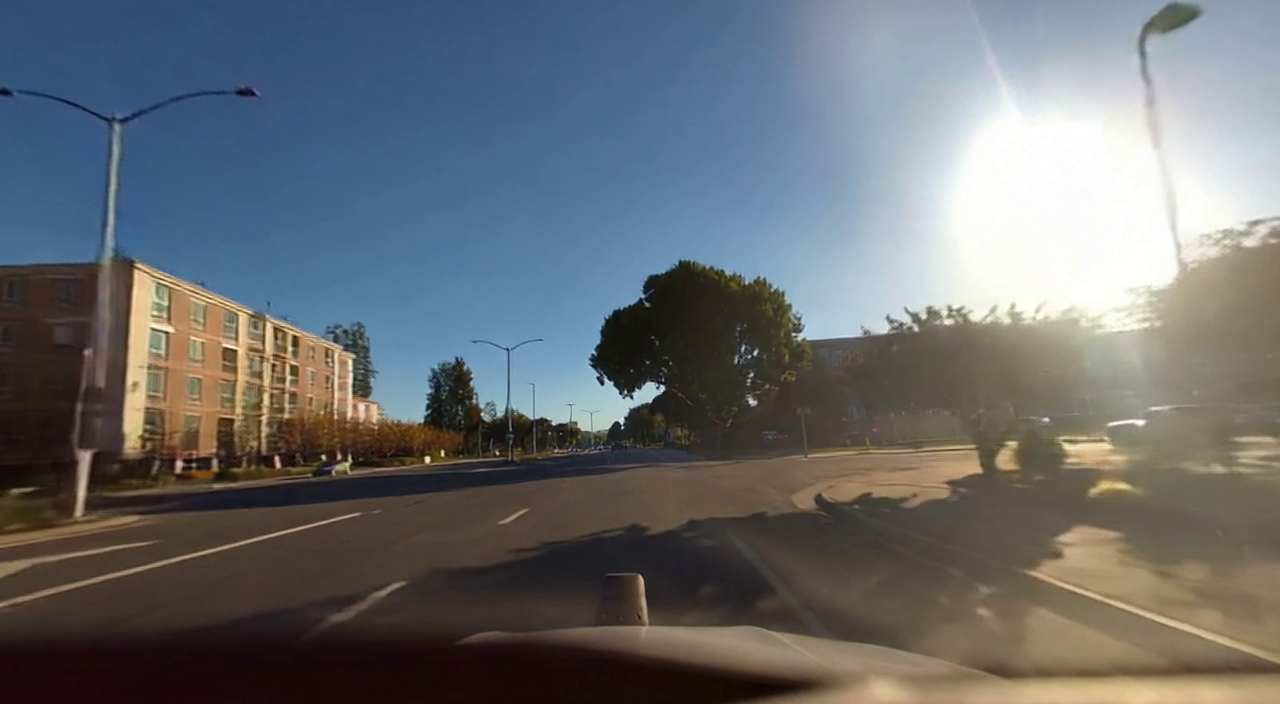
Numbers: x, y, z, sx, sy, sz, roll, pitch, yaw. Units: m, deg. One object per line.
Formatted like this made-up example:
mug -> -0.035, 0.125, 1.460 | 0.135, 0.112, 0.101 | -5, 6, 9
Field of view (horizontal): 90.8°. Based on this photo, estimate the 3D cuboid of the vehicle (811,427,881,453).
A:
vehicle -> 15.182, 6.506, 46.640 | 4.268, 1.589, 2.156 | -2, -10, -6

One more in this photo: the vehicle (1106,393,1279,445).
vehicle -> 22.207, 2.689, 25.328 | 5.135, 1.964, 2.402 | 0, -6, 0

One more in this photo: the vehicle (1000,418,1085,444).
vehicle -> 30.148, 5.888, 47.423 | 4.934, 1.910, 2.165 | 0, -6, -3
